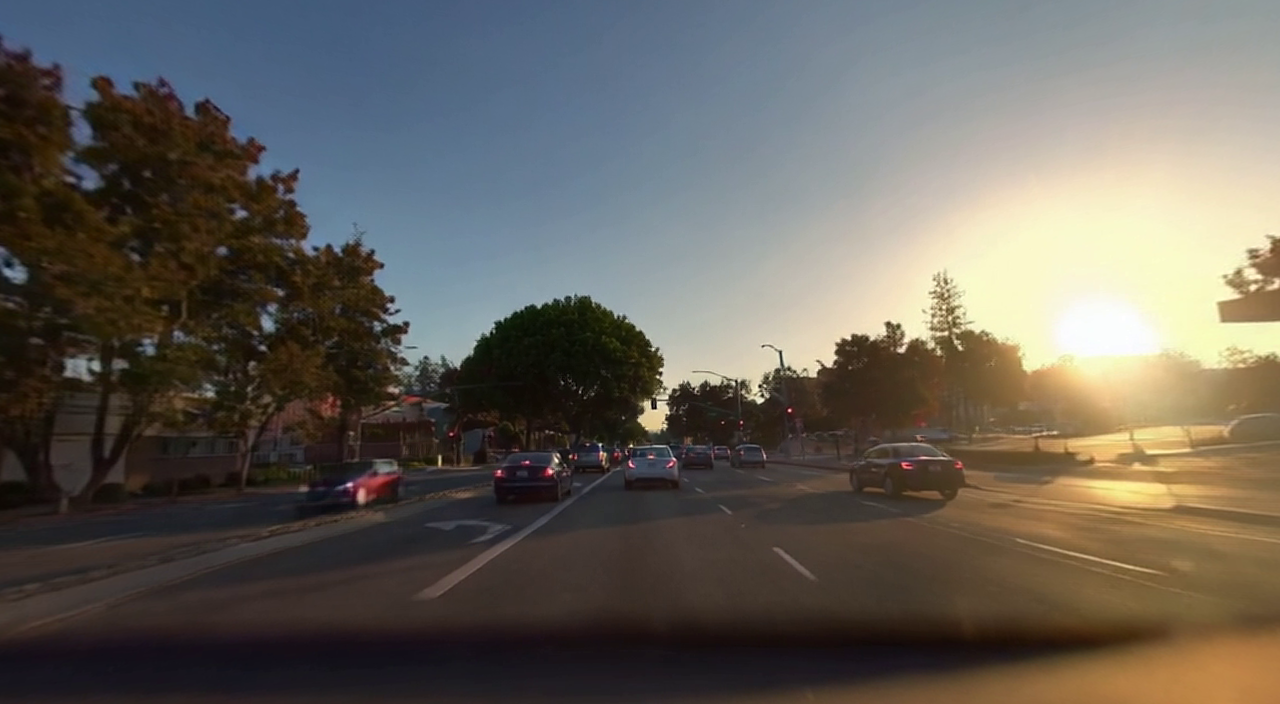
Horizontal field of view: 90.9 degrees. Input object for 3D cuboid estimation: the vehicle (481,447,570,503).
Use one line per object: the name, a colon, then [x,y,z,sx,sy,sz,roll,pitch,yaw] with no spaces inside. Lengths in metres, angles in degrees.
vehicle: [-3.319,3.638,19.215,1.938,1.472,4.399,-1,-9,-1]

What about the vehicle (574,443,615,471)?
vehicle: [-2.864,6.673,40.228,2.219,1.699,4.090,-1,-9,1]

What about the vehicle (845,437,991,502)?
vehicle: [7.310,3.114,17.174,1.892,1.515,4.400,0,-9,-1]

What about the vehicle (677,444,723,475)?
vehicle: [3.116,5.664,33.473,1.988,1.528,4.144,0,-9,-1]

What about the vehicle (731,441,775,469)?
vehicle: [7.393,6.789,41.744,2.044,1.701,4.397,0,-9,-1]

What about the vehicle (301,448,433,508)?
vehicle: [-8.477,3.909,20.091,2.212,1.652,4.376,-1,-9,1]

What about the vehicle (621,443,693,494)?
vehicle: [0.487,3.712,20.455,2.096,1.473,3.893,-1,-9,0]
